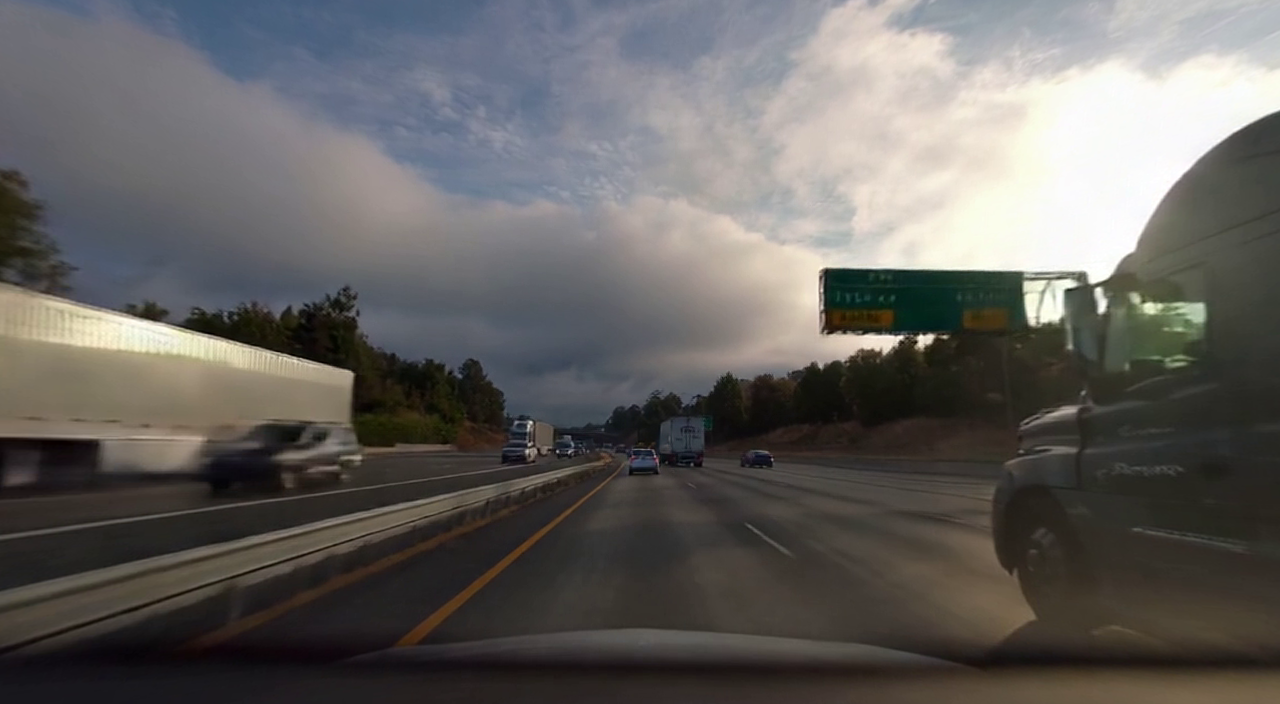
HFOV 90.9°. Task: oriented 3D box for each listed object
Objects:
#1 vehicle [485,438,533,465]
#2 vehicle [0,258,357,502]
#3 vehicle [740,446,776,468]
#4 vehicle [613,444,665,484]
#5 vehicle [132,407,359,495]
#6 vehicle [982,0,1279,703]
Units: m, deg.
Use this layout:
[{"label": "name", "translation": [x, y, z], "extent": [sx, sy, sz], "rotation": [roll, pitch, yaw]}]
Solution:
[{"label": "vehicle", "translation": [-8.027, 6.157, 39.094], "extent": [1.948, 1.580, 4.373], "rotation": [0, -9, 1]}, {"label": "vehicle", "translation": [-12.094, 1.378, 16.261], "extent": [2.911, 4.015, 14.235], "rotation": [0, -9, 0]}, {"label": "vehicle", "translation": [9.212, 8.215, 49.409], "extent": [1.902, 1.652, 3.995], "rotation": [0, -9, -2]}, {"label": "vehicle", "translation": [-0.047, 4.839, 27.545], "extent": [2.111, 1.599, 3.859], "rotation": [0, -9, 0]}, {"label": "vehicle", "translation": [-7.984, 2.095, 13.385], "extent": [2.003, 1.558, 4.213], "rotation": [0, -9, 1]}, {"label": "vehicle", "translation": [3.754, -0.007, 0.615], "extent": [2.975, 2.936, 6.573], "rotation": [0, -9, -1]}]
